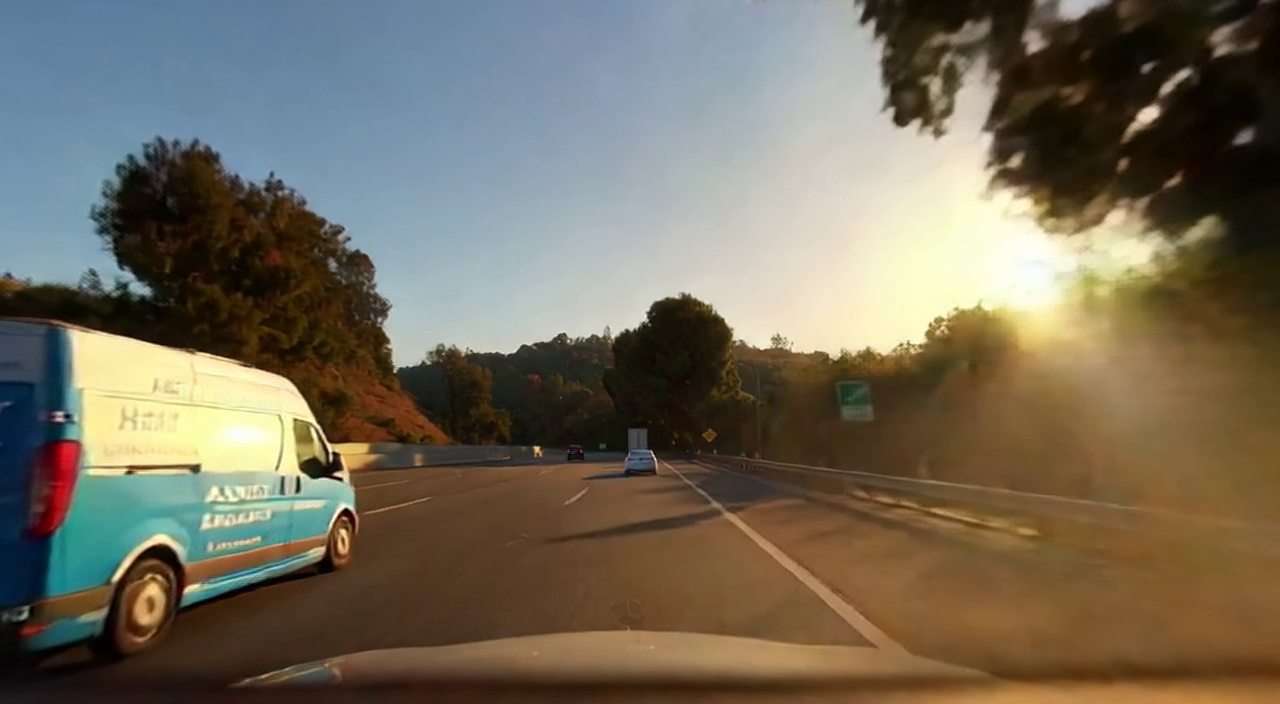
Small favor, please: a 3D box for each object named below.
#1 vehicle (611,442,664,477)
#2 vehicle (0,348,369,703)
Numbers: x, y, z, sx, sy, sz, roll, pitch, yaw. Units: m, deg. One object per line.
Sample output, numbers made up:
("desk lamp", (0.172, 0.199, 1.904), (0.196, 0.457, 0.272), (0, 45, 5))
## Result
("vehicle", (-0.091, 4.869, 28.747), (2.238, 1.479, 3.672), (0, -9, 1))
("vehicle", (-4.378, 1.183, 4.994), (2.174, 1.862, 5.012), (0, -9, 1))
